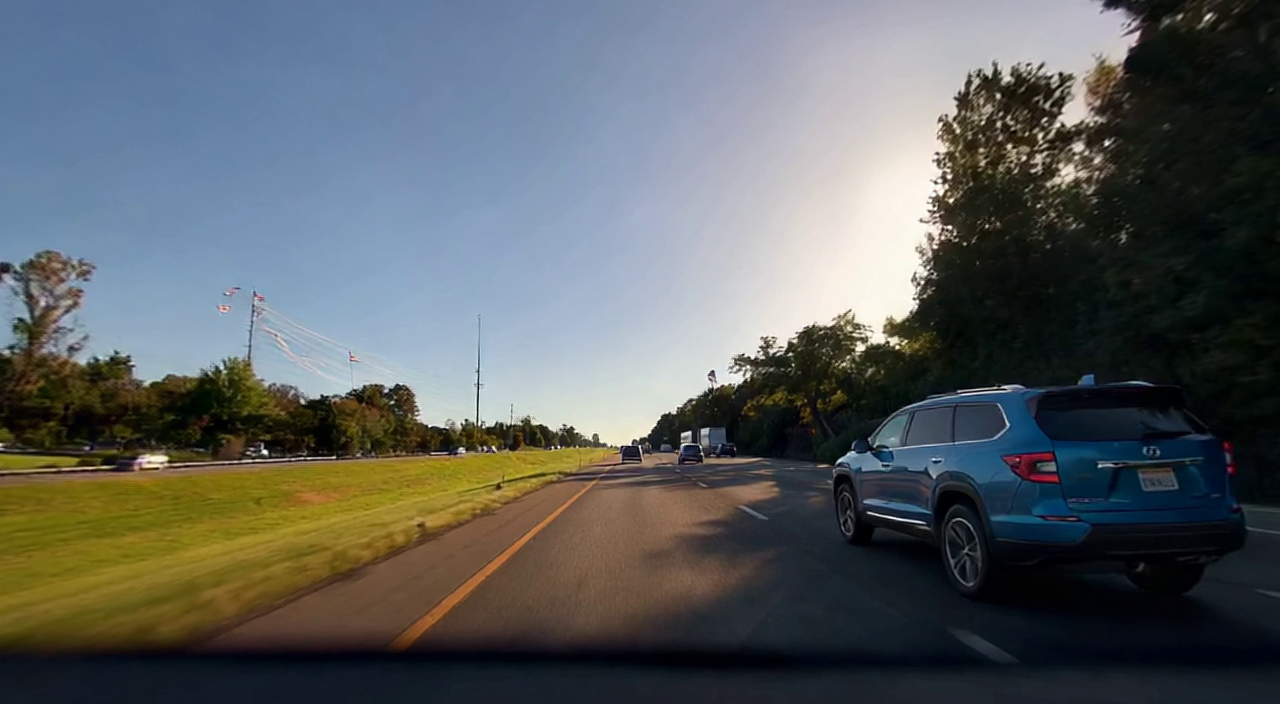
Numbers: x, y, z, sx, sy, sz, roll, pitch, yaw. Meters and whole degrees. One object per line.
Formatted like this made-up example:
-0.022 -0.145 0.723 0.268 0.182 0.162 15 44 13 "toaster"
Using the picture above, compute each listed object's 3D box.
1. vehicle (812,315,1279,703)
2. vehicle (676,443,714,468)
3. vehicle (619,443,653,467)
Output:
3.849 1.231 6.357 2.461 2.013 6.075 0 -8 -1 "vehicle"
3.535 6.726 41.341 1.978 1.488 4.252 0 -8 -1 "vehicle"
-0.275 6.622 40.794 2.085 1.449 3.860 0 -8 0 "vehicle"
